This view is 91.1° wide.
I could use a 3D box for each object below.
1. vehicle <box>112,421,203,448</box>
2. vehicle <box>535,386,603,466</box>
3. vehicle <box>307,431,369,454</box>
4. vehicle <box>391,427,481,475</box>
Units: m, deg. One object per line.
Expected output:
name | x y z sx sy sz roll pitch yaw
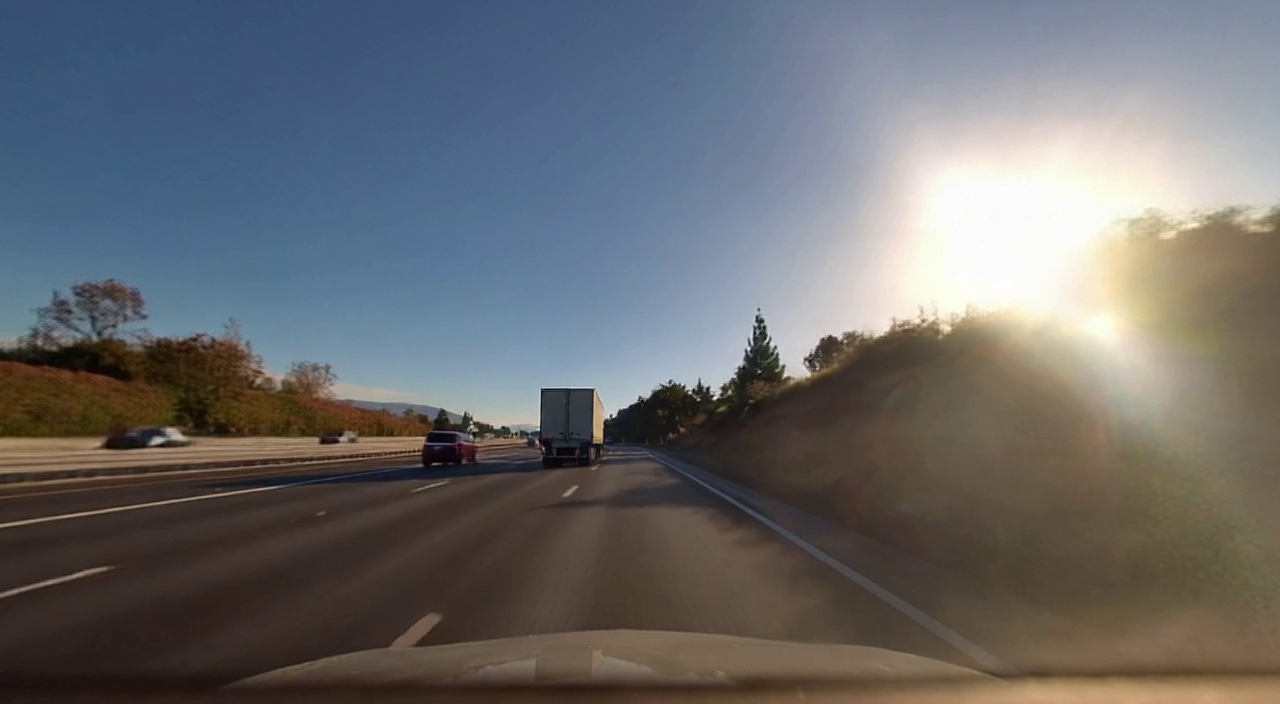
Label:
vehicle | -28.182 4.856 36.909 1.823 1.471 4.473 0 -8 0
vehicle | -3.970 4.612 37.989 3.002 3.987 12.477 -1 -8 -2
vehicle | -20.561 6.202 43.048 2.075 1.482 4.428 0 -8 0
vehicle | -7.798 3.807 24.550 2.075 1.691 4.431 0 -8 0
